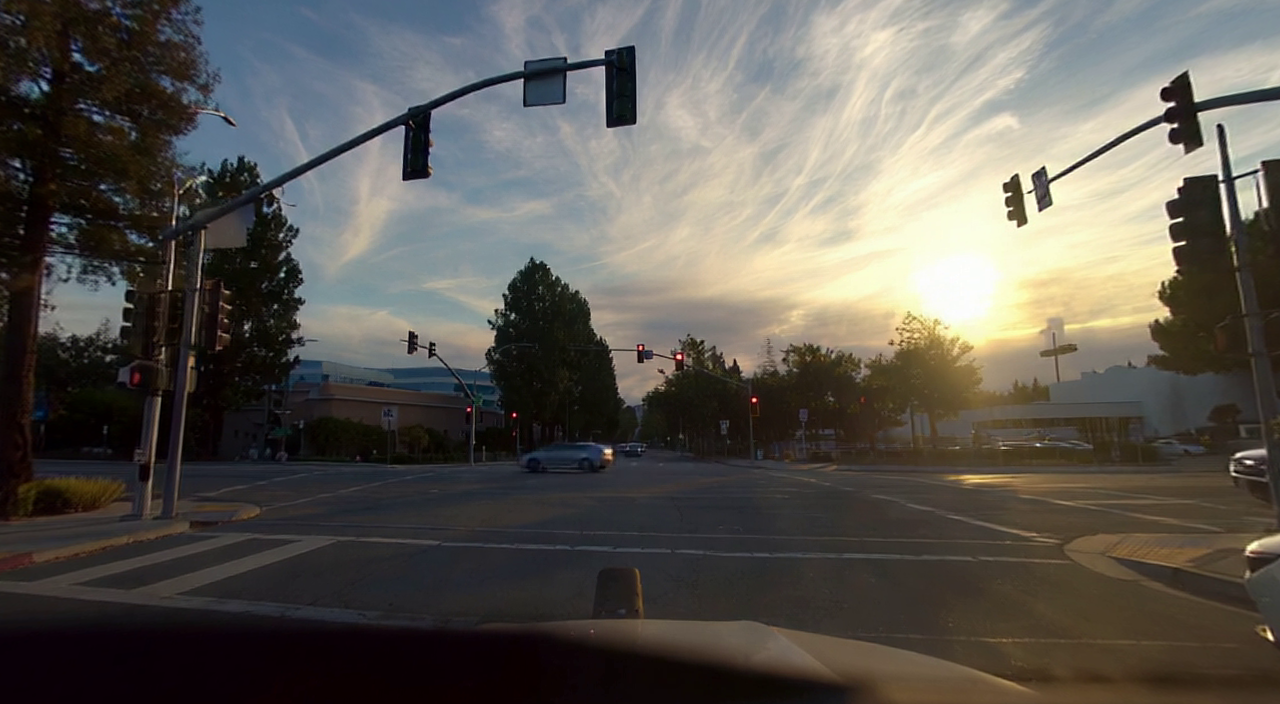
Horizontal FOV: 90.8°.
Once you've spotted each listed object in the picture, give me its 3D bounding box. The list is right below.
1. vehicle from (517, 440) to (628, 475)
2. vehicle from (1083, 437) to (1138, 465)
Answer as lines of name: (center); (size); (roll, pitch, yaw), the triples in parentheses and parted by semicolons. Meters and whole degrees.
vehicle: (-3.029, 4.763, 28.710); (4.588, 1.484, 2.000); (-3, -9, 14)
vehicle: (26.955, 5.654, 36.150); (2.092, 1.474, 4.046); (-8, -11, 40)
